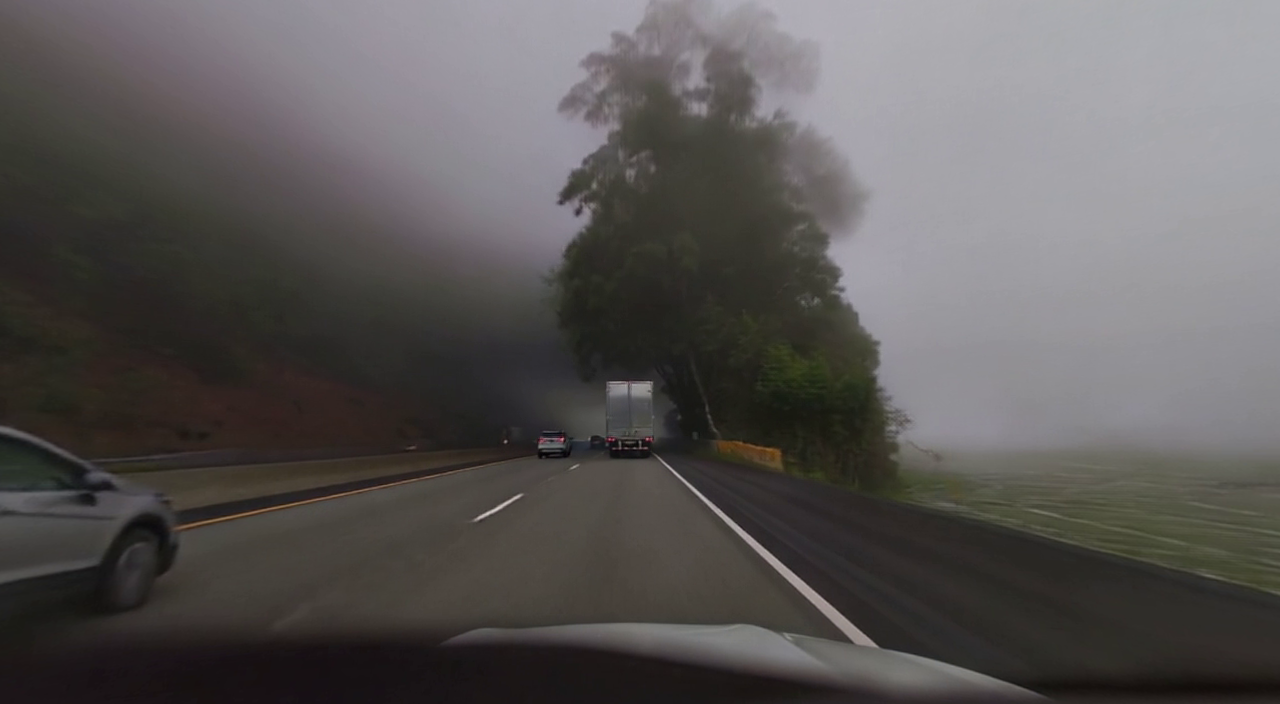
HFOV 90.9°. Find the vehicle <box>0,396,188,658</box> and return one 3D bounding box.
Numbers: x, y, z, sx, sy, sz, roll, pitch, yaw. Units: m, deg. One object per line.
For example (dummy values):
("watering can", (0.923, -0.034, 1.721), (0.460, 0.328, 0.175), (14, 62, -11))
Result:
("vehicle", (-4.688, 0.958, 3.190), (1.909, 1.520, 3.897), (0, -8, -1))

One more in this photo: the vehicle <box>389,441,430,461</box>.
("vehicle", (-17.154, 7.370, 47.045), (1.685, 1.396, 3.565), (0, -8, 0))

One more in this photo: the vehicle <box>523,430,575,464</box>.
("vehicle", (-4.915, 5.194, 34.690), (2.138, 1.697, 4.587), (0, -8, 1))

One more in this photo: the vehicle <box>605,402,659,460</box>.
("vehicle", (-0.360, 3.469, 27.550), (2.319, 2.461, 1.270), (0, -8, -1))
